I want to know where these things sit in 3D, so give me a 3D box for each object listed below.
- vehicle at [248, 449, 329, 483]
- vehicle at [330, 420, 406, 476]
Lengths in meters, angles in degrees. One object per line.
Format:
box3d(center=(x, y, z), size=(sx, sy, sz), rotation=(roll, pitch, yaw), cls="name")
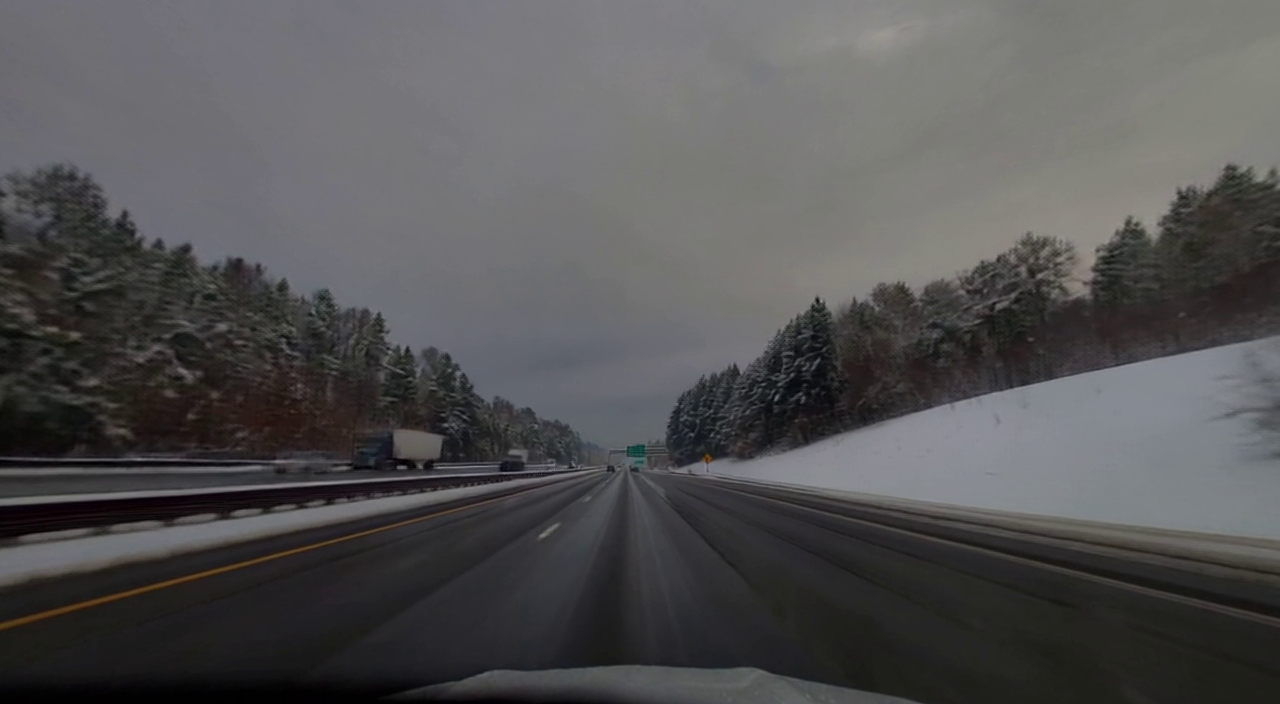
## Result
box3d(center=(-16.128, 5.283, 29.122), size=(1.722, 1.419, 3.521), rotation=(1, -10, -1), cls="vehicle")
box3d(center=(-20.471, 7.405, 47.889), size=(2.931, 3.913, 5.982), rotation=(1, -10, -1), cls="vehicle")
